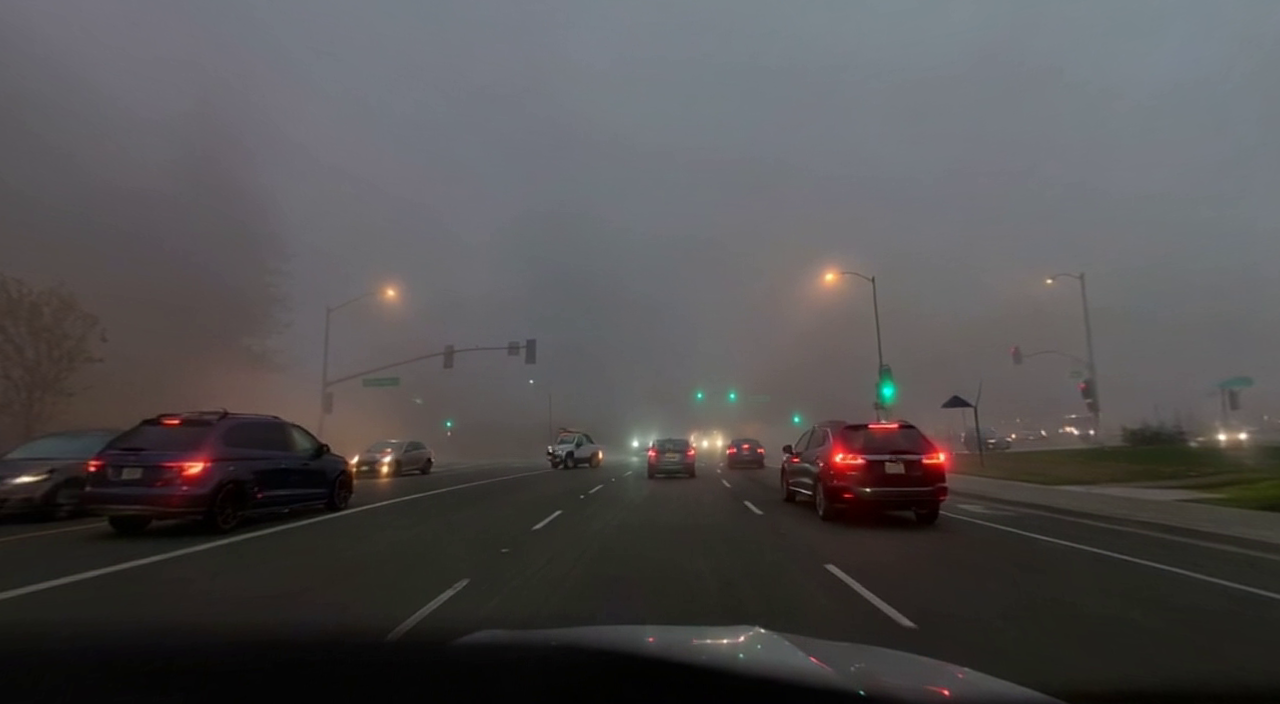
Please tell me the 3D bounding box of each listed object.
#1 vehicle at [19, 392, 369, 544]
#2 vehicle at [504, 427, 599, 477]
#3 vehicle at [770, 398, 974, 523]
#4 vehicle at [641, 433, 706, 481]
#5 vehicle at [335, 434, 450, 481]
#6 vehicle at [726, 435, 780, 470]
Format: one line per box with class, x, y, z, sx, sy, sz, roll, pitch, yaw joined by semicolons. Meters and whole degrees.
vehicle;-6.600;1.788;10.278;2.127;1.888;4.637;-1;-8;2
vehicle;-3.293;3.874;24.716;2.088;1.746;4.650;-2;-9;14
vehicle;4.153;2.071;12.506;2.267;1.931;5.145;-1;-8;3
vehicle;1.185;3.603;21.940;2.057;1.492;3.825;-1;-8;4
vehicle;-8.625;3.719;22.528;2.017;1.472;4.418;-1;-8;5
vehicle;5.181;4.675;29.552;2.149;1.532;4.168;-1;-8;5
